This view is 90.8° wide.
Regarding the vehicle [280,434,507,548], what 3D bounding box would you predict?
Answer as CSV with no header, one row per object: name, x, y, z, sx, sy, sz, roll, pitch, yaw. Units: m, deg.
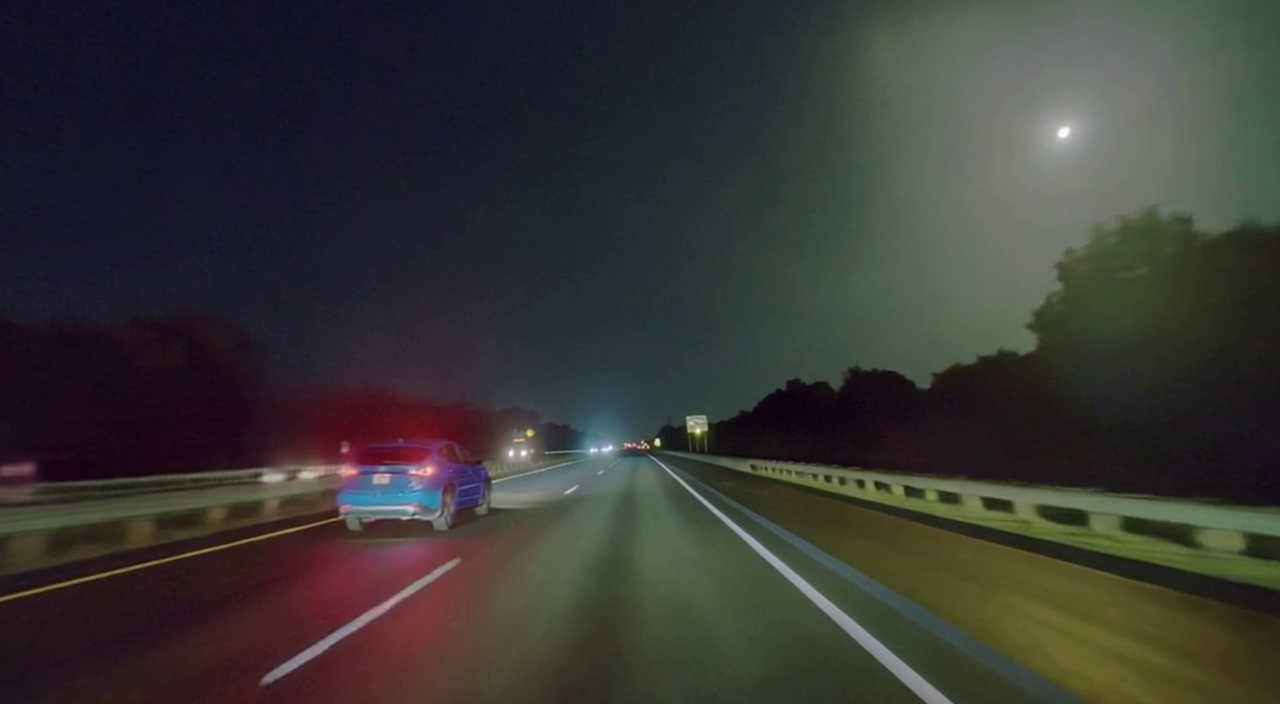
vehicle,-3.919,2.292,11.099,2.118,1.562,4.541,0,-9,1
